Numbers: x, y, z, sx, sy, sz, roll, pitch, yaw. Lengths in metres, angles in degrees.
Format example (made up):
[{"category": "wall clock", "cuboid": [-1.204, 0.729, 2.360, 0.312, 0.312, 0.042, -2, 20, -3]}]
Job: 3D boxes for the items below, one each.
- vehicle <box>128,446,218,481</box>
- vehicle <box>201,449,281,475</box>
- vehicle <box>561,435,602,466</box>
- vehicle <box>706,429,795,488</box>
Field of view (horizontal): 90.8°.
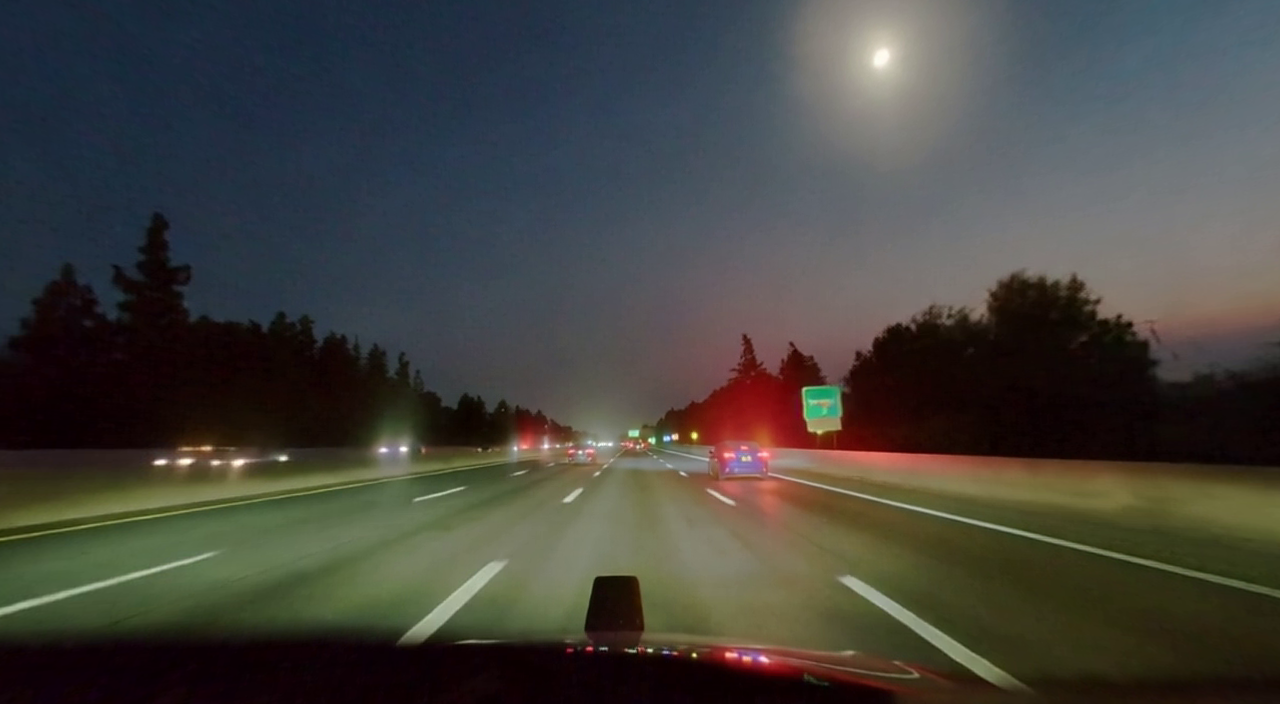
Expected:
[{"category": "vehicle", "cuboid": [-28.773, 6.844, 39.135, 2.029, 1.981, 4.631, 0, -9, -1]}, {"category": "vehicle", "cuboid": [-25.162, 6.954, 40.061, 2.172, 1.535, 4.471, 0, -9, -1]}, {"category": "vehicle", "cuboid": [-3.609, 6.243, 39.973, 2.173, 1.793, 4.564, 0, -9, 0]}, {"category": "vehicle", "cuboid": [3.467, 3.439, 20.663, 2.053, 1.714, 4.097, 0, -9, -1]}]
